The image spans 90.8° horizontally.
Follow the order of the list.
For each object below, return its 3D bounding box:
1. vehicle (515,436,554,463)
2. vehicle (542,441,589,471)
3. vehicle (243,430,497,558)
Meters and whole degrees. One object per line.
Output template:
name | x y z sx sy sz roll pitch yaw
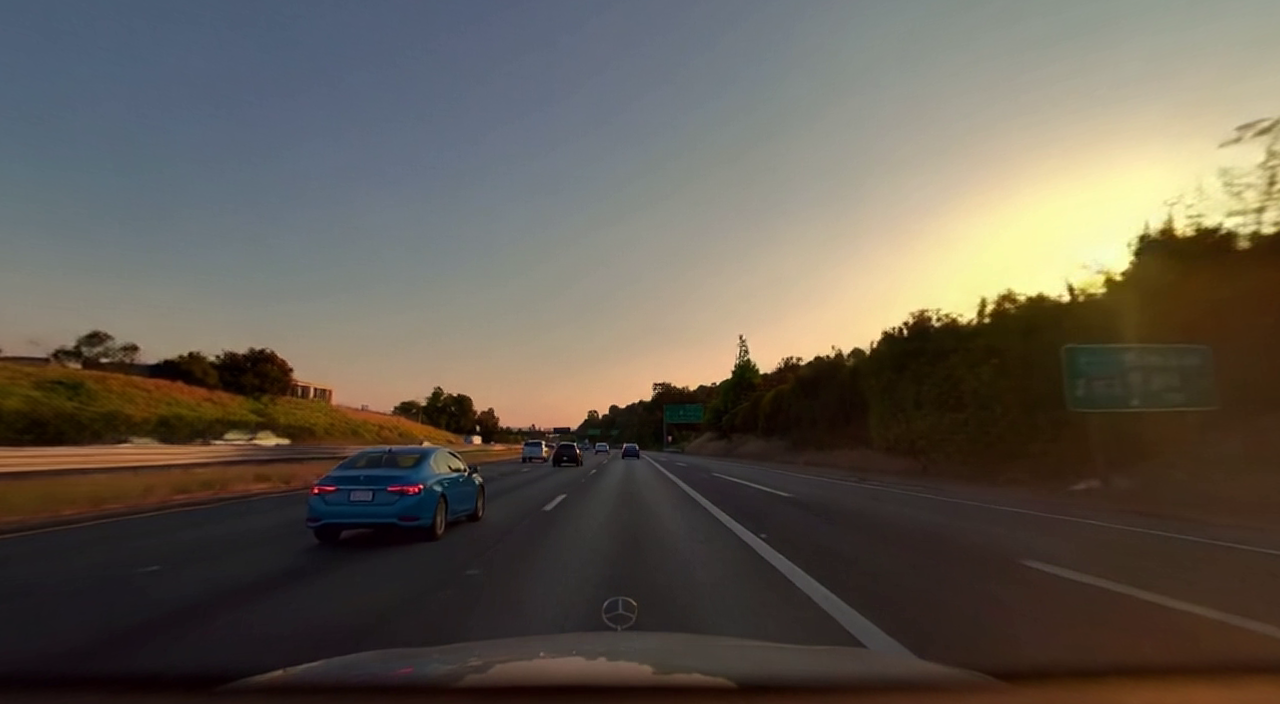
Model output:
vehicle | -8.001 7.418 48.186 2.171 1.982 5.246 0 -8 -1
vehicle | -4.035 5.715 34.960 2.068 1.501 4.395 0 -8 -1
vehicle | -3.719 2.021 9.801 2.025 1.506 4.429 0 -8 -1
